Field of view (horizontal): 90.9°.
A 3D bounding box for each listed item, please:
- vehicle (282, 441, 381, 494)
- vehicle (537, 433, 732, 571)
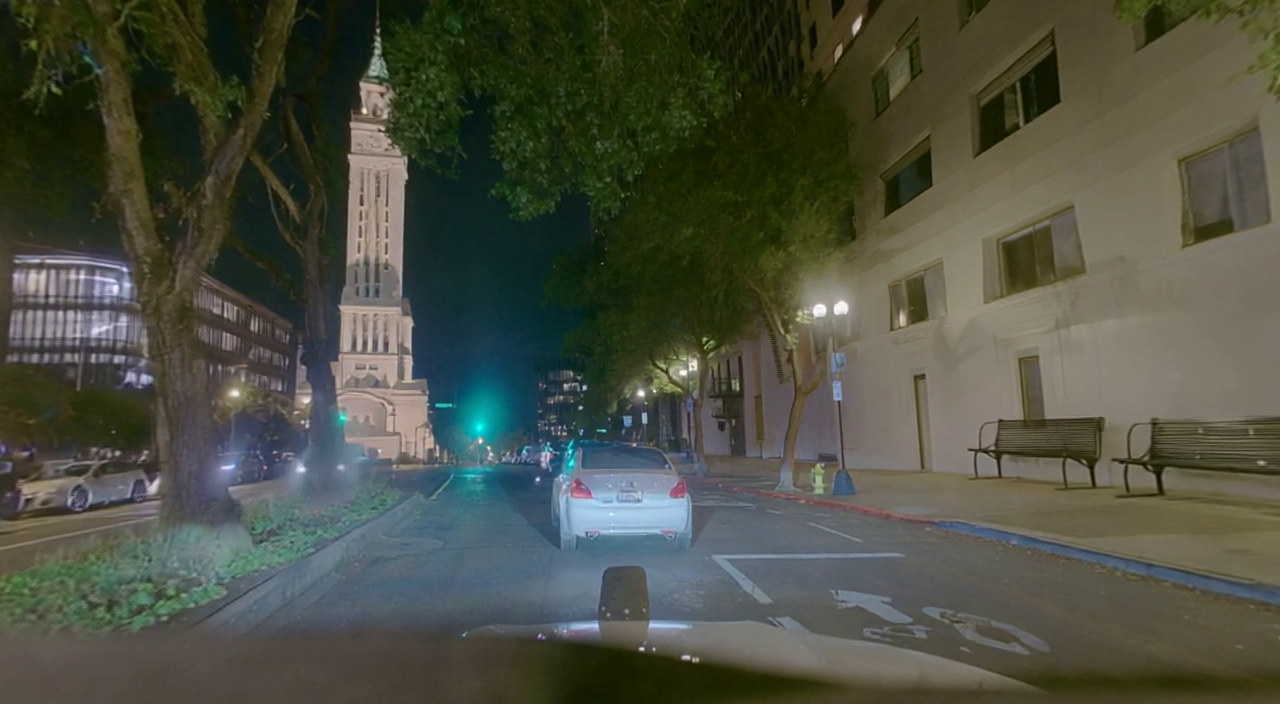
[{"bbox_3d":[-11.099,4.152,23.080,2.179,1.698,4.549,2,-9,-12],"label":"vehicle"},{"bbox_3d":[-0.247,1.944,9.003,2.142,1.475,4.051,1,-8,-6],"label":"vehicle"}]
